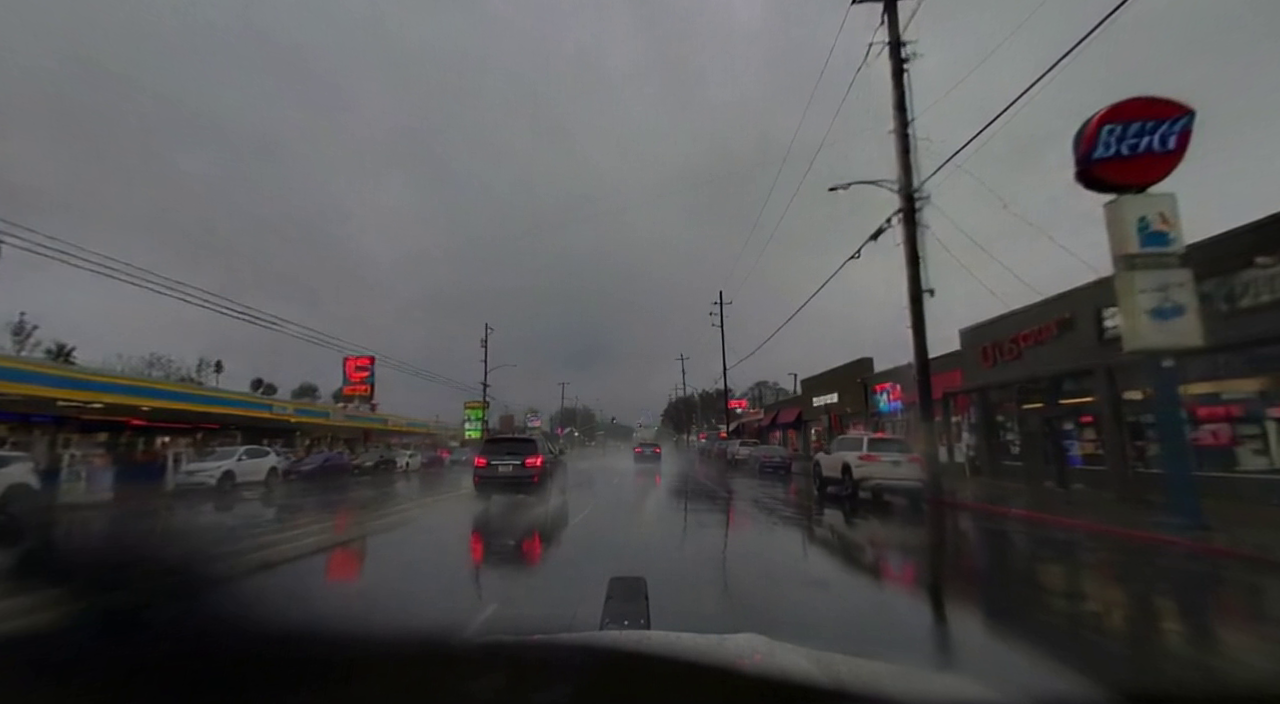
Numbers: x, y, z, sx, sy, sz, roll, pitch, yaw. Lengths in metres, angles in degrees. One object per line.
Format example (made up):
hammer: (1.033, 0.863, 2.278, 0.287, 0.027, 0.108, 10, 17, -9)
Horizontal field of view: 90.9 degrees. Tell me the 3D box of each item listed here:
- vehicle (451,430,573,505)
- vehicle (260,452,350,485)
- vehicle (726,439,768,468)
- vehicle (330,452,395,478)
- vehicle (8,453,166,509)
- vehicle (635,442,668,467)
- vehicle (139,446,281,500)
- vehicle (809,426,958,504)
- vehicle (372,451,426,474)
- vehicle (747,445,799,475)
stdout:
vehicle: (-3.104, 2.921, 16.316, 2.049, 1.646, 4.445, -1, -9, 2)
vehicle: (-16.919, 5.870, 32.157, 1.984, 1.494, 4.815, 0, -9, 0)
vehicle: (7.232, 6.930, 43.069, 2.005, 1.858, 5.253, 0, -9, 0)
vehicle: (-16.876, 6.853, 38.584, 1.788, 1.475, 4.737, 0, -9, 0)
vehicle: (-17.219, 4.002, 19.877, 1.816, 1.564, 3.442, 0, -9, 0)
vehicle: (0.689, 6.675, 41.129, 2.037, 1.484, 4.073, 0, -9, 0)
vehicle: (-16.971, 4.748, 25.253, 2.293, 1.736, 4.871, -2, -7, 0)
vehicle: (6.533, 3.101, 17.703, 2.098, 1.845, 5.117, 0, -9, 0)
vehicle: (-16.736, 7.688, 44.072, 1.800, 1.470, 4.548, -1, -9, 3)
vehicle: (7.154, 5.822, 34.235, 1.871, 1.478, 4.272, 0, -9, 0)
